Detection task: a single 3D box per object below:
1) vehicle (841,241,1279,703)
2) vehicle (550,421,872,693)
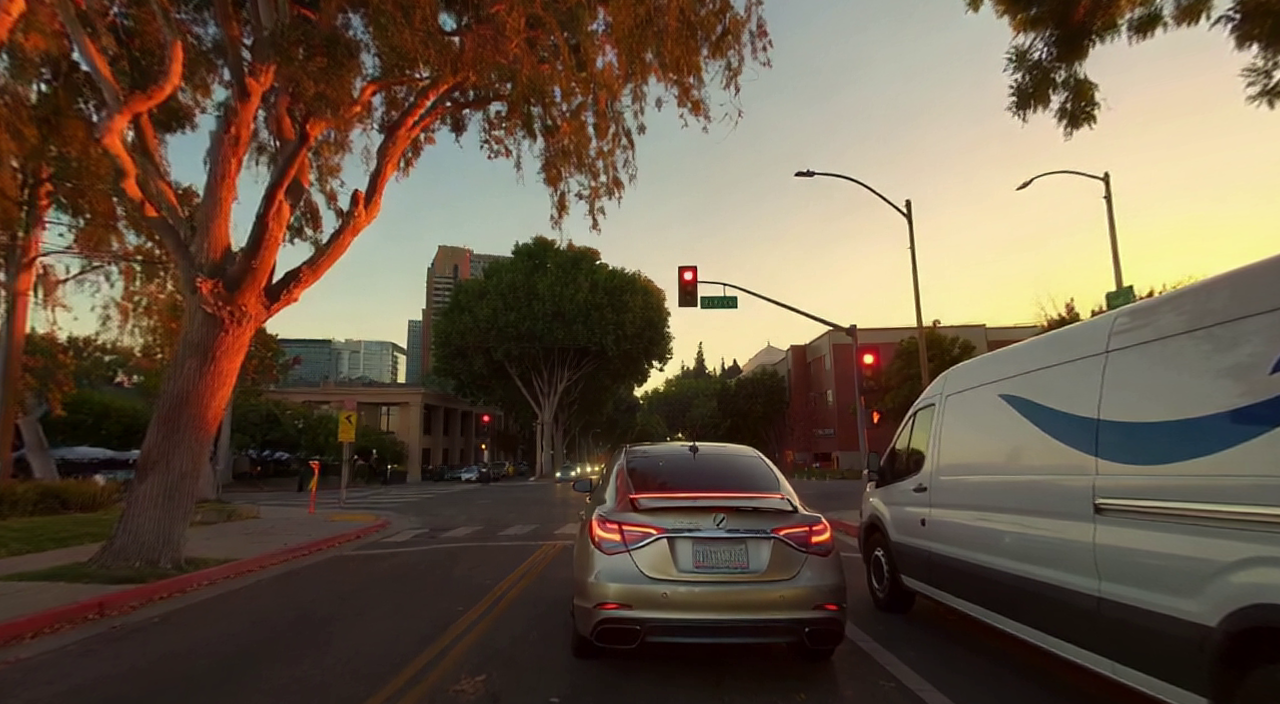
[{"bbox_3d":[2.851,0.895,2.929,2.054,1.965,5.248,1,-11,0],"label":"vehicle"},{"bbox_3d":[0.388,1.591,5.734,1.961,1.629,3.610,1,-10,-2],"label":"vehicle"}]
